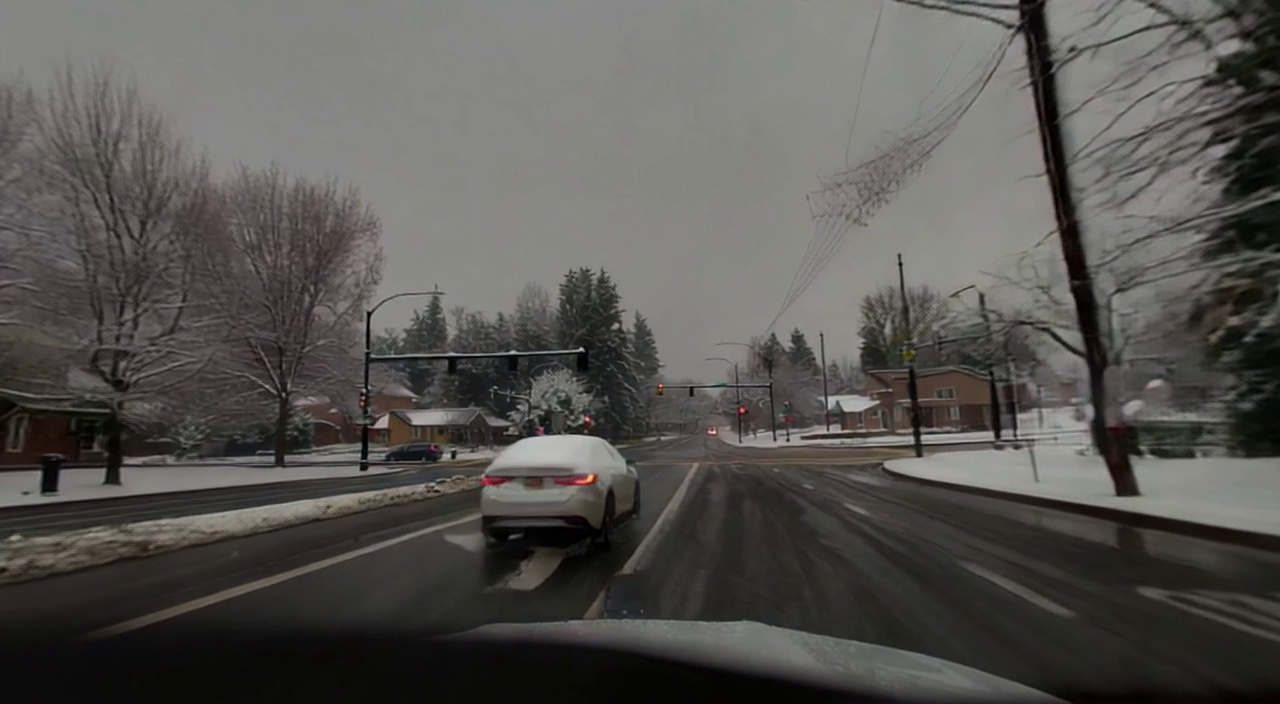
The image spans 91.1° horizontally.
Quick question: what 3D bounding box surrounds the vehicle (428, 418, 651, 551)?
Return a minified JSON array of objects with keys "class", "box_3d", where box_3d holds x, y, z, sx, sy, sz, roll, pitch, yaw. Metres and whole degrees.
[{"class":"vehicle","box_3d":[-1.196,1.945,10.069,2.139,1.564,4.901,-1,-8,8]}]
